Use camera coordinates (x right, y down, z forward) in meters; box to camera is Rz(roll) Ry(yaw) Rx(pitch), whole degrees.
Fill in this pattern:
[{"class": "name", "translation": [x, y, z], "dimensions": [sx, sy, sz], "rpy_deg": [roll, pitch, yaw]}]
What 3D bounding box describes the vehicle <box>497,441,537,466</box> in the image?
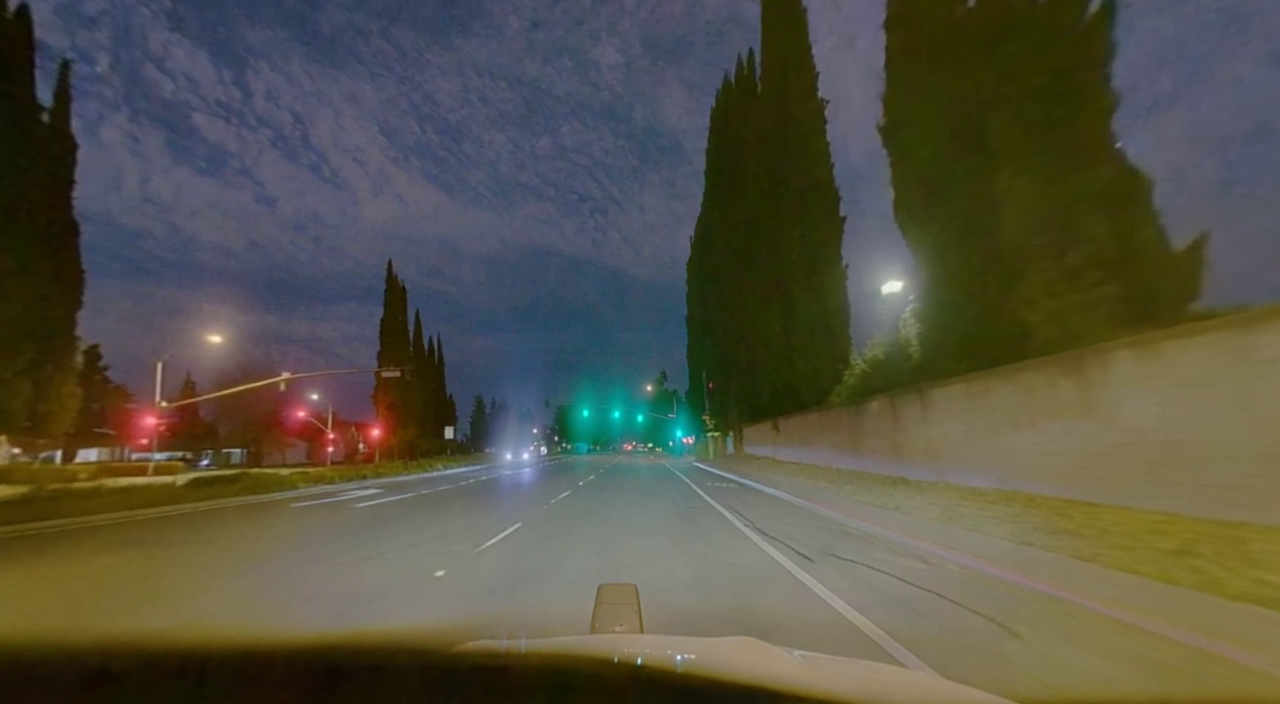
[{"class": "vehicle", "translation": [-7.897, 6.585, 40.738], "dimensions": [1.783, 1.501, 4.307], "rpy_deg": [0, -9, -1]}]
